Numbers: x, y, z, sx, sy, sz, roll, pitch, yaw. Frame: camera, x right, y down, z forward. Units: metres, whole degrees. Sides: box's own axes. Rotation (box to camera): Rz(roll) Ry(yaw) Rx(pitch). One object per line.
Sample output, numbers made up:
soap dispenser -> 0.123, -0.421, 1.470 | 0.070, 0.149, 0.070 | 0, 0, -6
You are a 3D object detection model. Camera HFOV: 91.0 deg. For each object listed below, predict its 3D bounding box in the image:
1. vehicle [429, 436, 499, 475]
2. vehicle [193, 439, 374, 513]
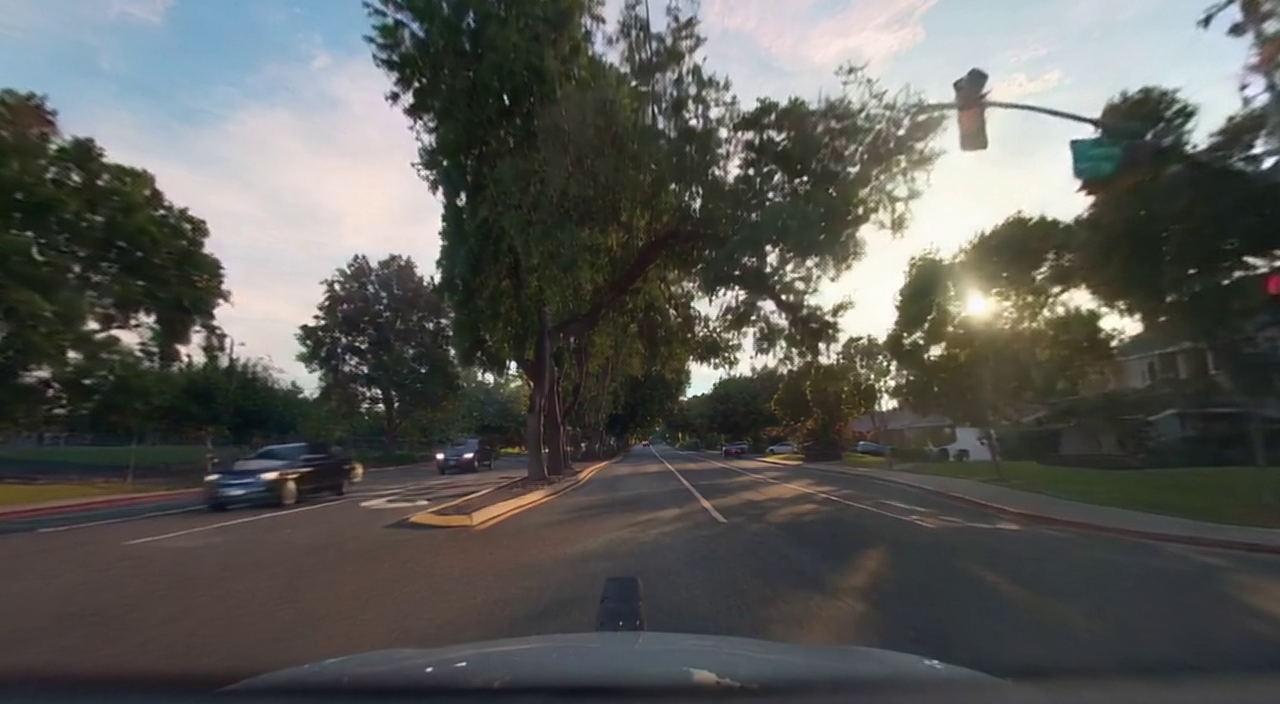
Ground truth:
vehicle -> -8.352, 4.918, 30.293 | 2.118, 1.733, 4.372 | 0, -8, 0
vehicle -> -8.329, 2.876, 15.240 | 1.891, 1.522, 4.184 | 0, -8, 0
